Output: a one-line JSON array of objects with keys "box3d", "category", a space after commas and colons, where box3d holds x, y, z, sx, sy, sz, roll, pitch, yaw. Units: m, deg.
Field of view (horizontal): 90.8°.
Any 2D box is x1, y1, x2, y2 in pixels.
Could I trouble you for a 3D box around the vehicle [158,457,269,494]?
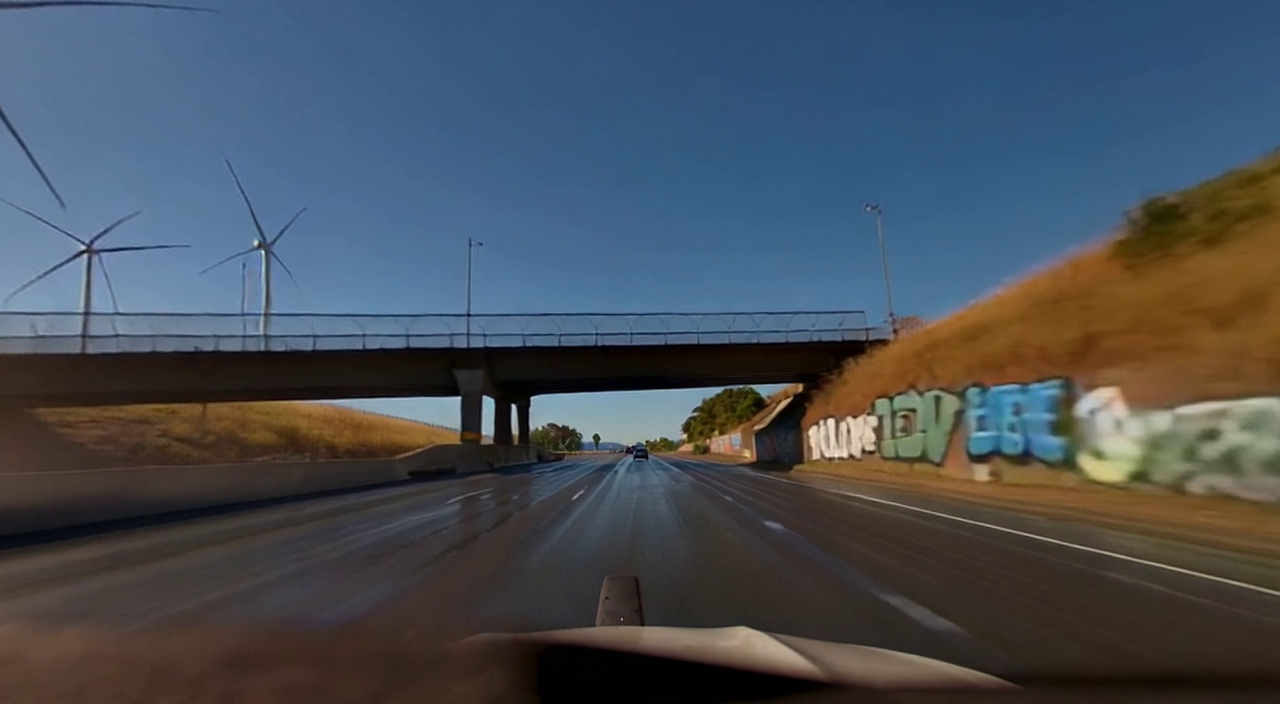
[{"box3d": [-18.695, 5.399, 27.950, 1.852, 1.456, 4.382, 0, -9, 0], "category": "vehicle"}]
